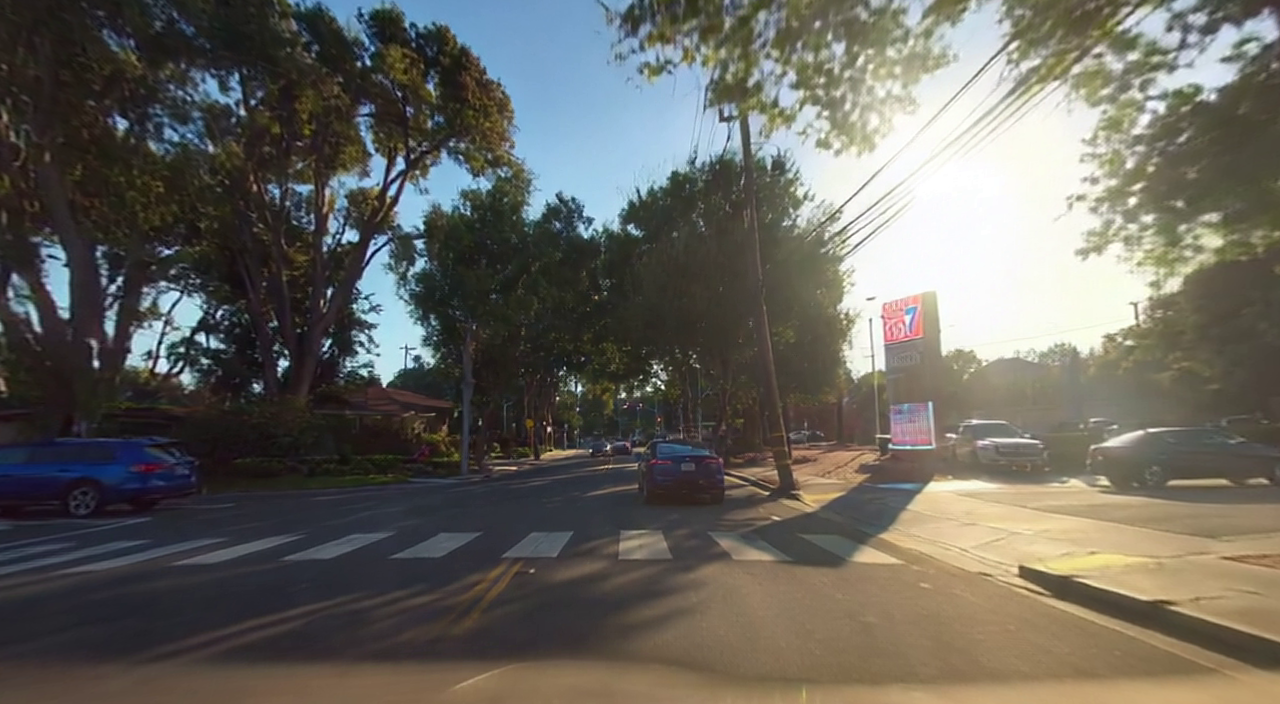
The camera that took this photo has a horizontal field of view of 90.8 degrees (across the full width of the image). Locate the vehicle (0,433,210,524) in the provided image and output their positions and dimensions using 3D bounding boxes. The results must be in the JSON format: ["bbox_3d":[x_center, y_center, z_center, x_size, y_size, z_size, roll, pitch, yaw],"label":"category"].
[{"bbox_3d":[-13.779,2.865,14.612,5.866,1.904,2.197,1,-9,-6],"label":"vehicle"}]

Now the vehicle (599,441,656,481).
[{"bbox_3d":[-0.574,4.211,24.660,1.874,1.427,3.976,1,-9,-6],"label":"vehicle"}]

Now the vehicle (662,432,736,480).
[{"bbox_3d":[2.429,4.533,27.852,2.553,1.868,5.536,0,-9,-2],"label":"vehicle"}]

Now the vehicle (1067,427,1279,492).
[{"bbox_3d":[13.170,2.484,14.775,4.872,1.400,1.955,-1,-9,3],"label":"vehicle"}]
